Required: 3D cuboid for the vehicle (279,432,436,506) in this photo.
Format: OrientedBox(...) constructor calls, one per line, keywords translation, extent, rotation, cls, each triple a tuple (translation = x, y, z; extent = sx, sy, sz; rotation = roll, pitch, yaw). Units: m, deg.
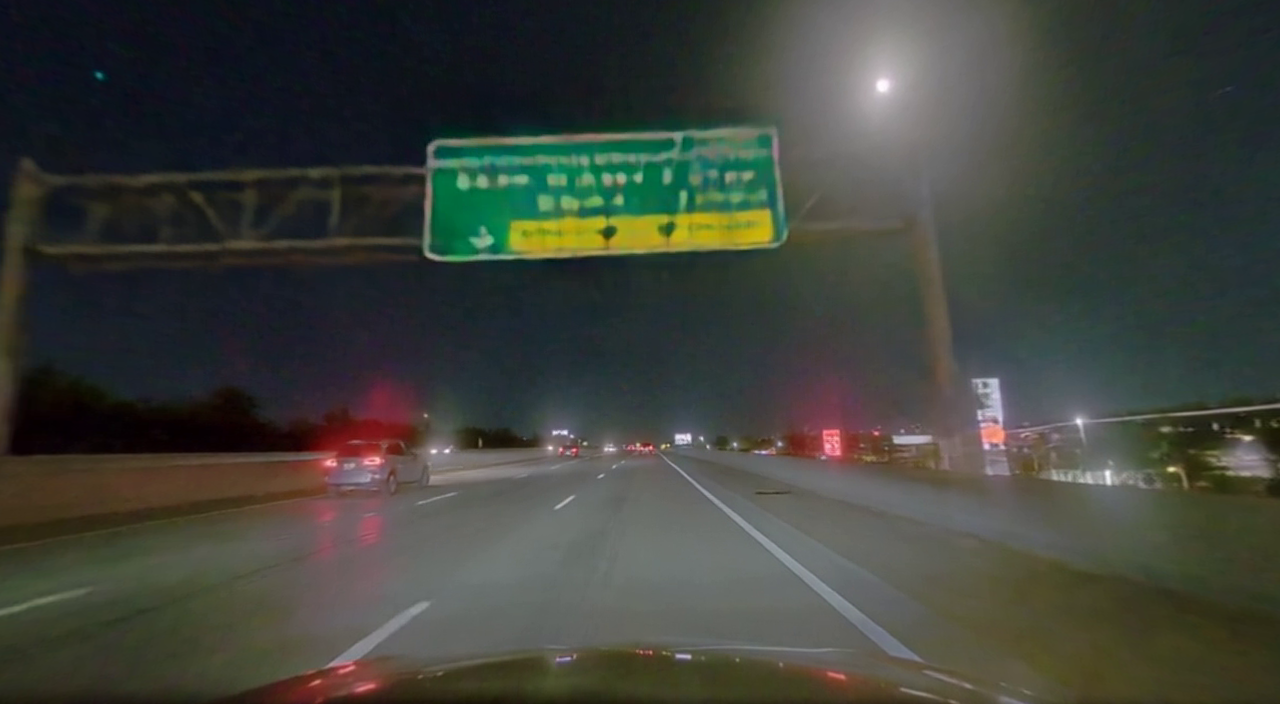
OrientedBox(translation=(-7.299, 3.050, 16.914), extent=(2.088, 1.678, 4.426), rotation=(-1, -8, 1), cls="vehicle")
